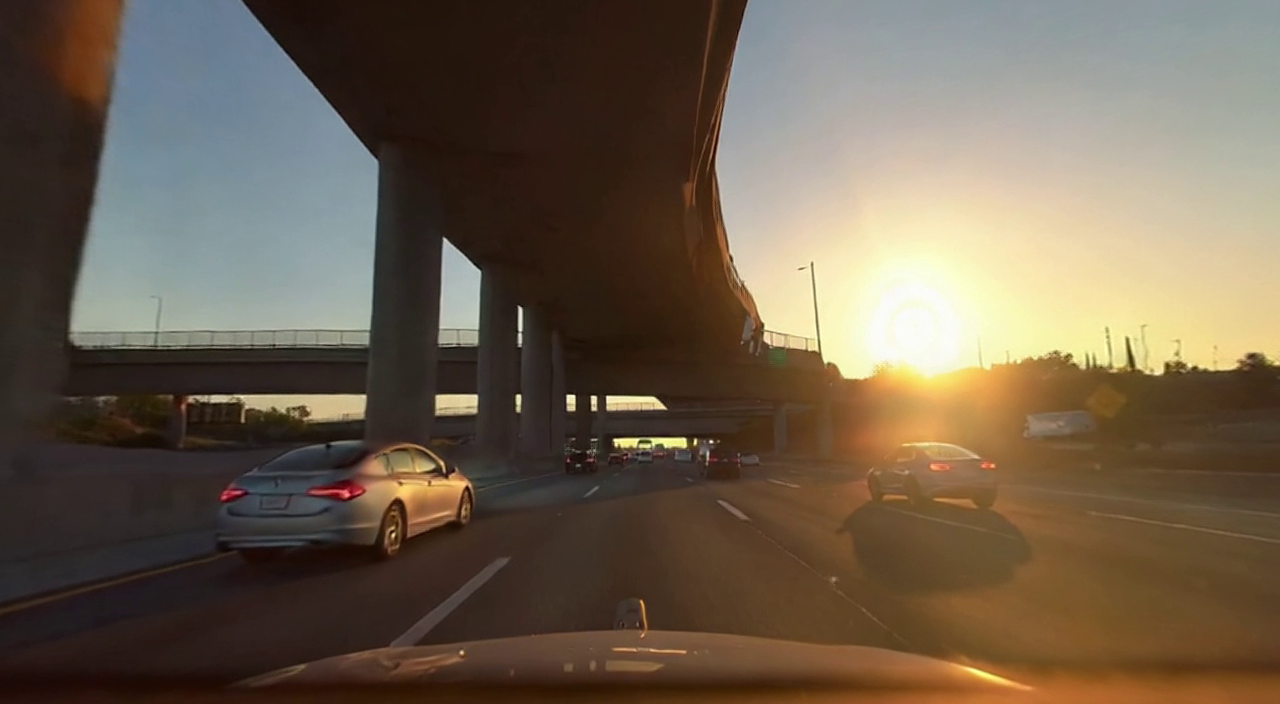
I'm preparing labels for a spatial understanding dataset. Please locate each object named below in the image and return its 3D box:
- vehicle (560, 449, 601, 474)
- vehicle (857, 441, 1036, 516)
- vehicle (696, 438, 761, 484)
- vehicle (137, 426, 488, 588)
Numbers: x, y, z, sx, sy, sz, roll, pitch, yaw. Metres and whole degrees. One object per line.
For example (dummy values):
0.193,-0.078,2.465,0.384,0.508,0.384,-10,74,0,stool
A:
-3.572,6.740,38.909,2.047,1.464,4.387,0,-9,1,vehicle
6.903,2.892,14.856,1.989,1.472,4.322,0,-9,0,vehicle
3.604,4.547,26.441,2.072,1.761,4.242,0,-9,0,vehicle
-3.593,1.813,8.228,1.997,1.476,4.703,0,-9,1,vehicle
